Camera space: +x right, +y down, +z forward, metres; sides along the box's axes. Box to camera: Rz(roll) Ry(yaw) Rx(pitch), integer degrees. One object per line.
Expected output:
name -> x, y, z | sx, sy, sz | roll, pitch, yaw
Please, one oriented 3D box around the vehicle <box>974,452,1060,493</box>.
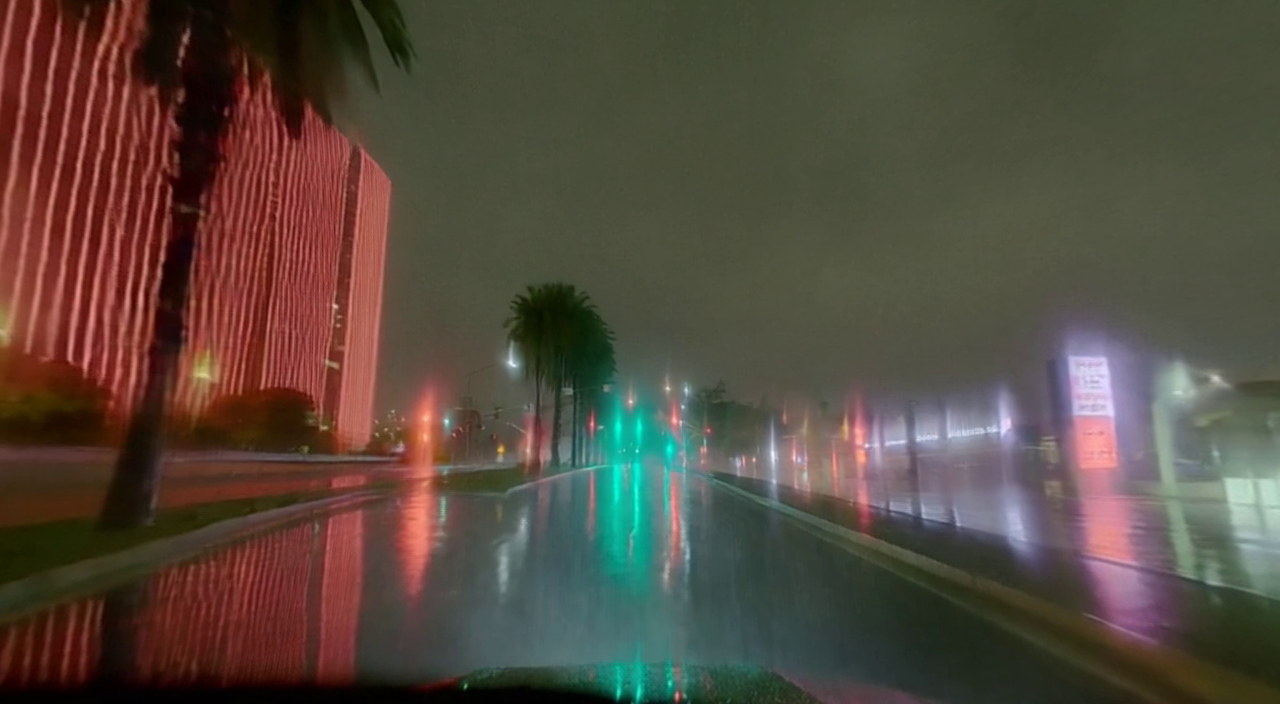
vehicle -> 28.747, 9.355, 48.378 | 2.599, 2.380, 6.013 | 3, -17, -2
